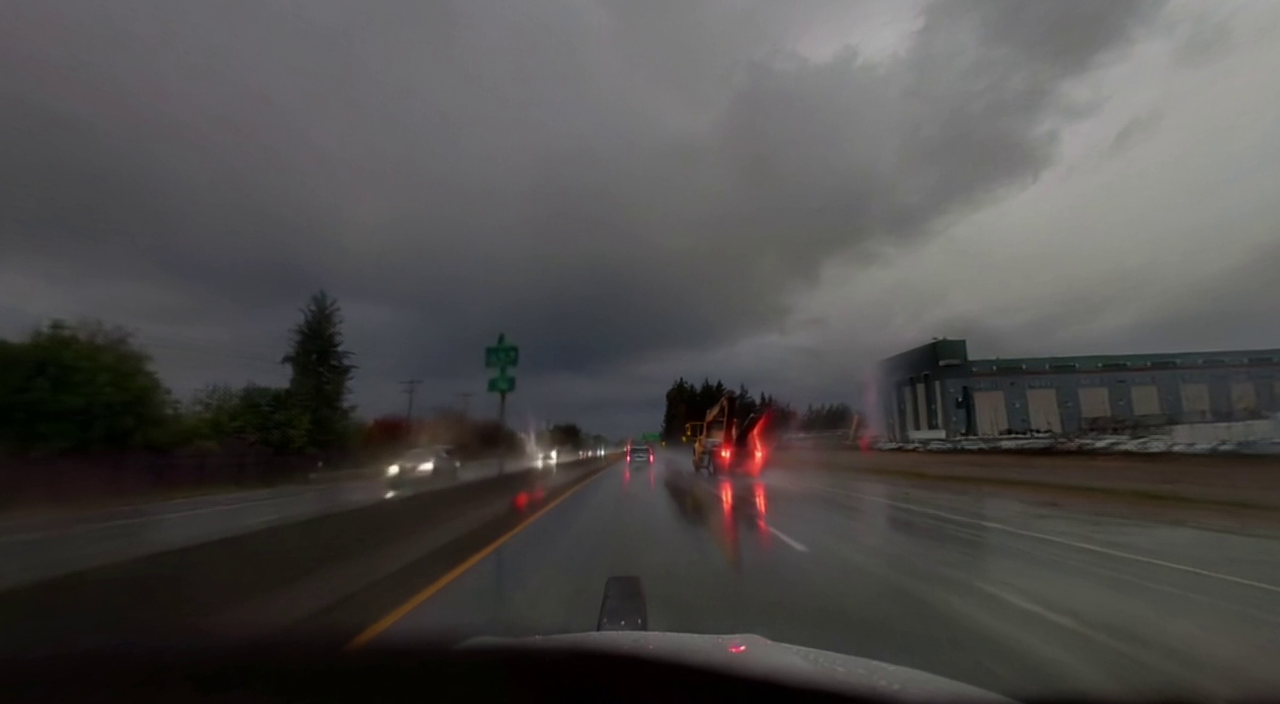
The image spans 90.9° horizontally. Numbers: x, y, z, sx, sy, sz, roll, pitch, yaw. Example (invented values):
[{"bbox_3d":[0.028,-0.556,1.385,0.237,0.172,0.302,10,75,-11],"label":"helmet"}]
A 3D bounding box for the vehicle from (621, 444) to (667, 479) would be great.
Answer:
[{"bbox_3d":[0.162,5.158,29.854,2.045,1.527,4.023,0,-9,-1],"label":"vehicle"}]

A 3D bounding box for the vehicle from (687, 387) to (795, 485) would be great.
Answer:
[{"bbox_3d":[4.000,3.706,27.180,3.089,3.568,8.101,0,-9,-1],"label":"vehicle"}]
